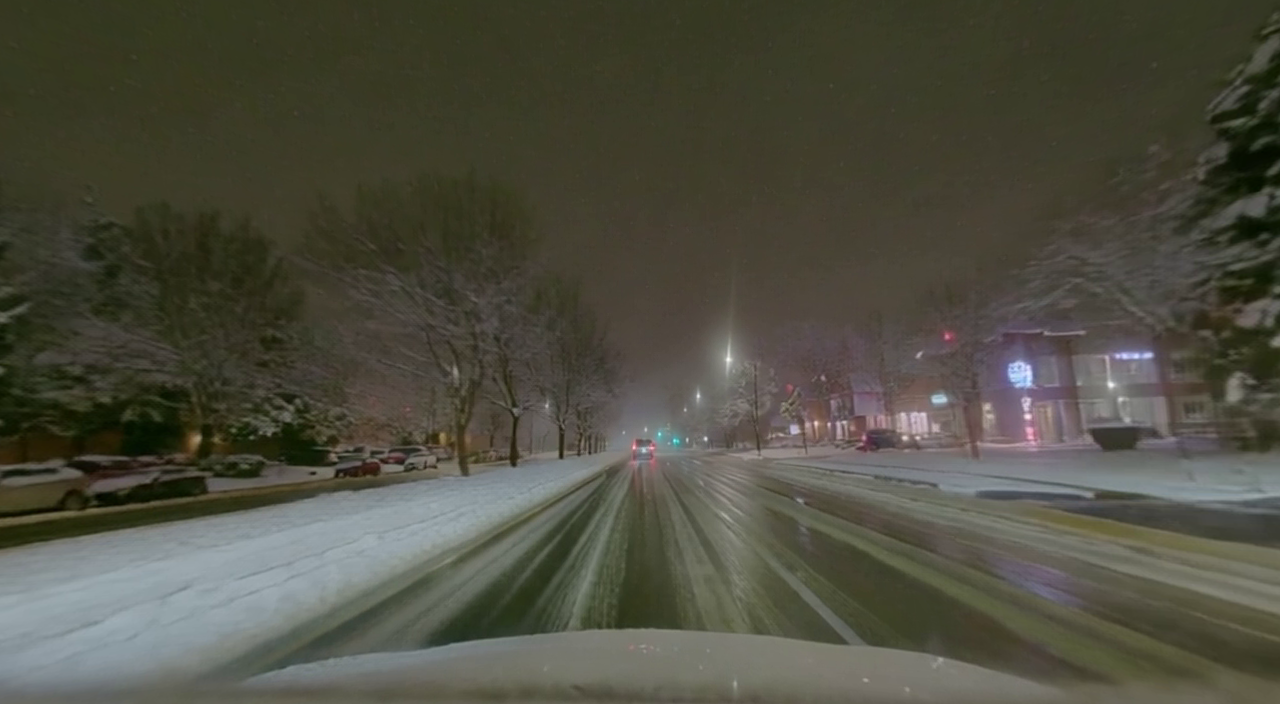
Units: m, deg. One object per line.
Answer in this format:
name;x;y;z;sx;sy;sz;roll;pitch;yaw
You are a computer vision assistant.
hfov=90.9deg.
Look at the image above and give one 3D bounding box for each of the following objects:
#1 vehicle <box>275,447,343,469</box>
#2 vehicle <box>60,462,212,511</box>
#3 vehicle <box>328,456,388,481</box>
vehicle;-26.184;8.393;49.999;4.314;1.680;1.822;0;-8;-3
vehicle;-18.821;4.998;23.856;1.861;1.499;4.535;-1;-8;3
vehicle;-18.575;7.680;41.742;1.806;1.454;4.599;0;-8;1
